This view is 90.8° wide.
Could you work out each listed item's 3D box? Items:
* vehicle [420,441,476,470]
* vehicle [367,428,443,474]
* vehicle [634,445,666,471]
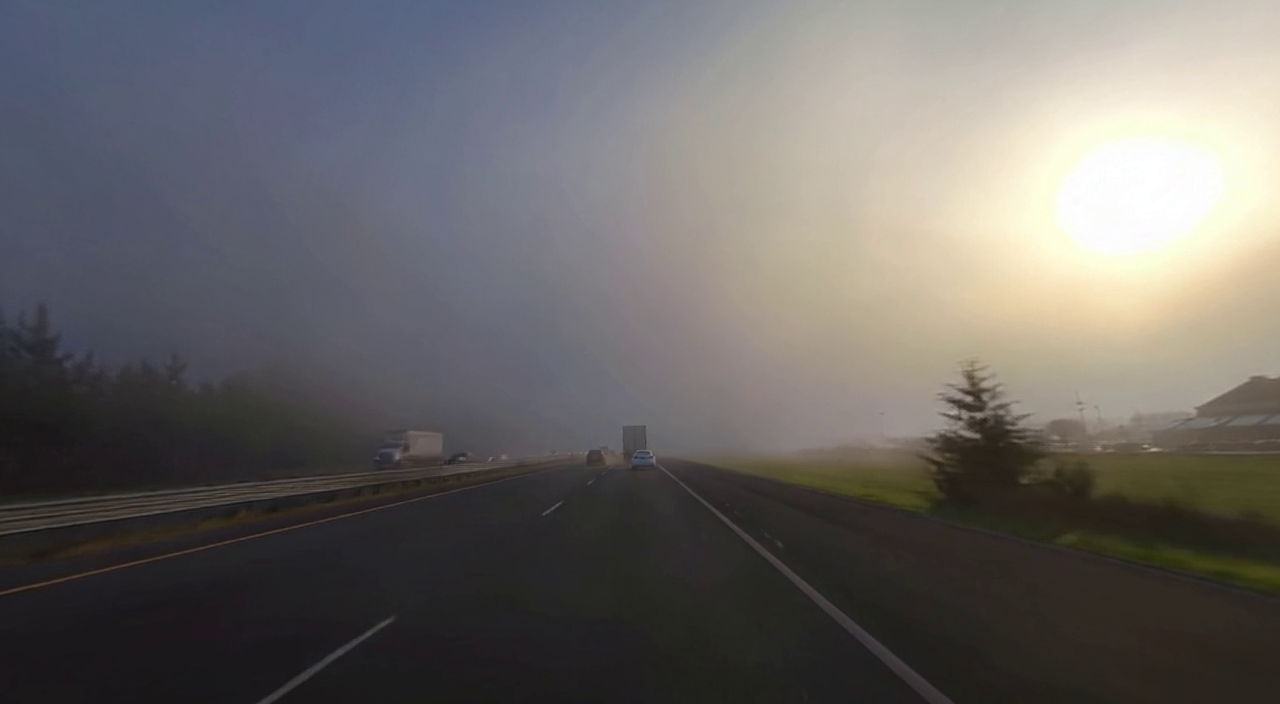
[{"bbox_3d":[-12.977,7.037,43.042,2.352,1.802,4.648,0,-9,-1],"label":"vehicle"},{"bbox_3d":[-17.617,7.498,47.882,2.802,3.131,7.695,0,-9,0],"label":"vehicle"},{"bbox_3d":[0.619,7.015,41.878,1.992,1.593,3.937,0,-9,-2],"label":"vehicle"}]
